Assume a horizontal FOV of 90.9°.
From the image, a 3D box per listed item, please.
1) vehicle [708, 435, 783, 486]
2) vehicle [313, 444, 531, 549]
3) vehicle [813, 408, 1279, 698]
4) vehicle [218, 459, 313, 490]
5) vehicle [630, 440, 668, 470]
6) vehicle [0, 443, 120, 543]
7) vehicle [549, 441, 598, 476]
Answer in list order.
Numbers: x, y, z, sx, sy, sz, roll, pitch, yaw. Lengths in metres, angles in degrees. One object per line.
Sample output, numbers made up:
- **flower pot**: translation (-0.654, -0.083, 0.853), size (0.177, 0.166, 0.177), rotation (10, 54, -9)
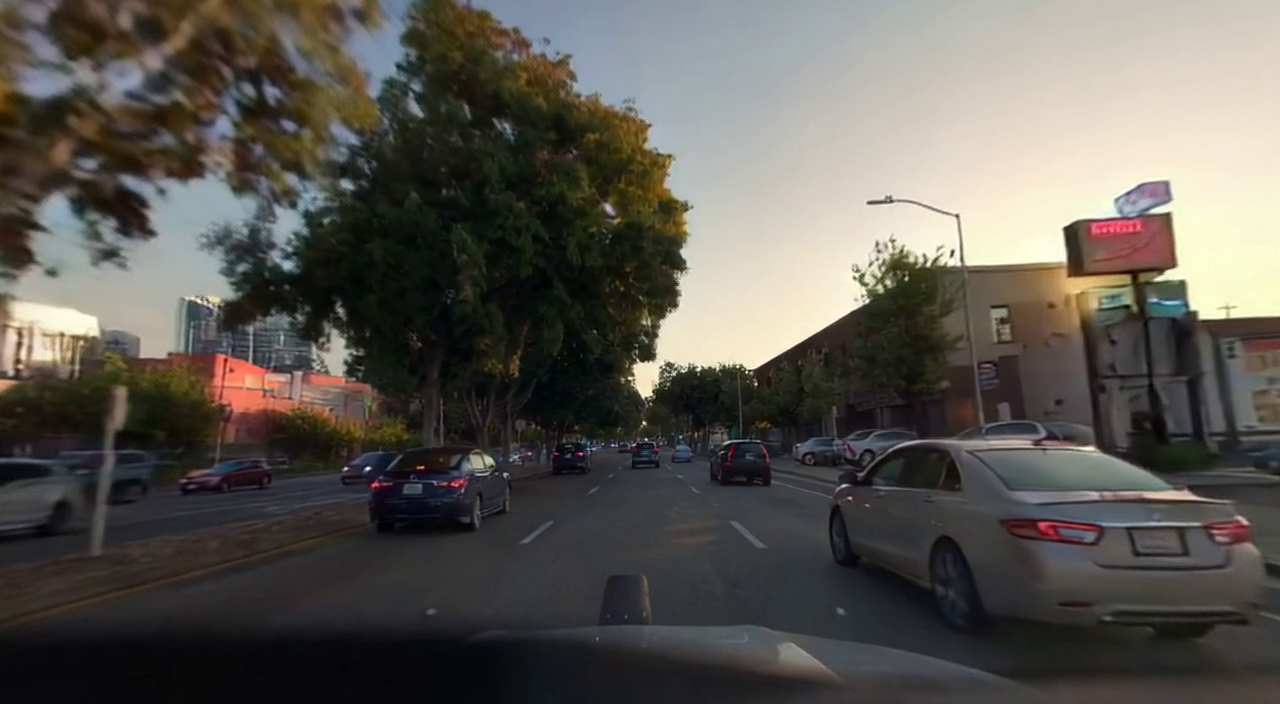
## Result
- **vehicle**: translation (3.835, 4.042, 23.865), size (1.980, 1.709, 4.813), rotation (0, -8, 0)
- **vehicle**: translation (-3.245, 2.226, 10.497), size (2.013, 1.354, 4.393), rotation (0, -8, 1)
- **vehicle**: translation (3.140, 1.390, 5.648), size (1.919, 1.502, 4.572), rotation (0, -8, 1)
- **vehicle**: translation (-20.457, 6.695, 34.718), size (2.223, 1.461, 4.721), rotation (0, -8, 3)
- **vehicle**: translation (0.532, 6.196, 38.021), size (2.192, 1.674, 4.124), rotation (0, -8, 0)
- **vehicle**: translation (-11.986, 2.435, 10.930), size (1.993, 1.696, 4.529), rotation (0, -8, 1)
- **vehicle**: translation (-3.323, 5.383, 32.121), size (1.988, 1.645, 3.995), rotation (0, -8, 1)
